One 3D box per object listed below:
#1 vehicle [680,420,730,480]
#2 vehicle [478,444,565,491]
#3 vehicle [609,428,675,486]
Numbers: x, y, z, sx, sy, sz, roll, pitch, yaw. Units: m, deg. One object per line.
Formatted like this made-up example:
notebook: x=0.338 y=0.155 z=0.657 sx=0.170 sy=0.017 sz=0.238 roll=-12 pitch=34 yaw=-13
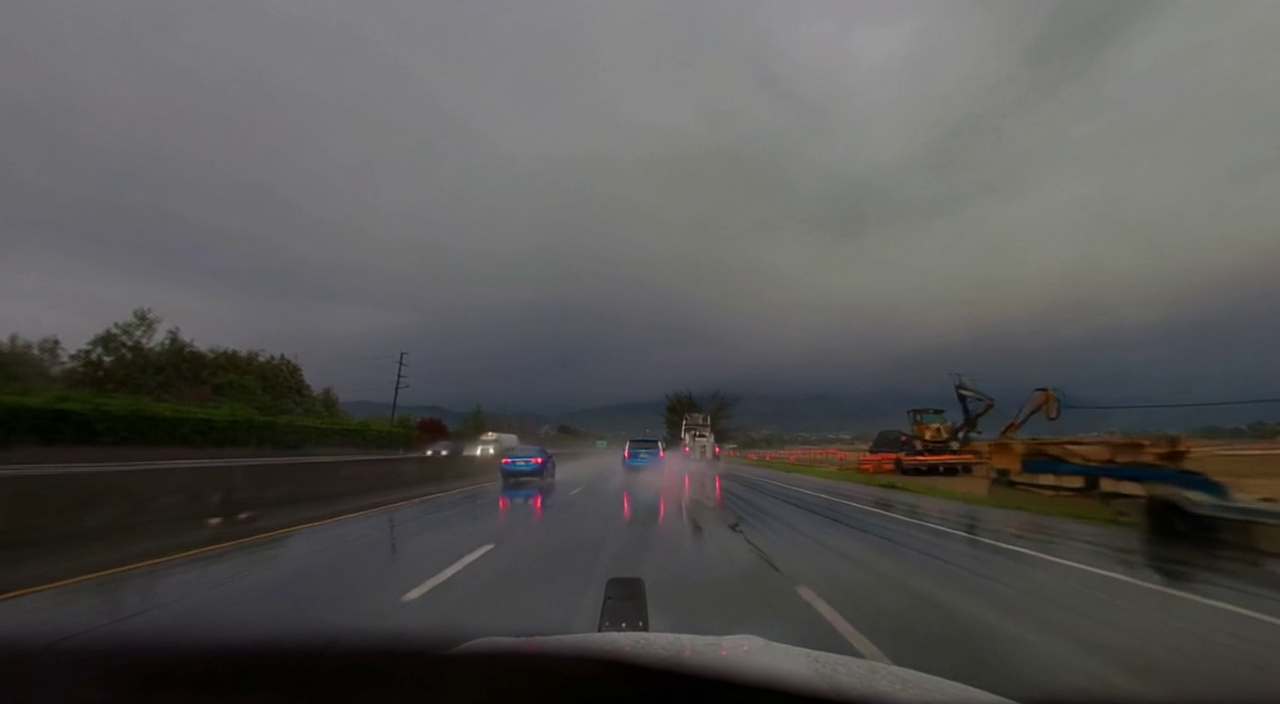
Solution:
vehicle: x=4.495 y=7.077 z=45.780 sx=2.793 sy=3.828 sz=9.580 roll=0 pitch=-9 yaw=1
vehicle: x=-4.023 y=3.966 z=22.150 sx=2.096 sy=1.469 sz=4.319 roll=0 pitch=-8 yaw=2
vehicle: x=0.085 y=4.011 z=24.406 sx=2.308 sy=1.993 sz=4.631 roll=0 pitch=-8 yaw=1
